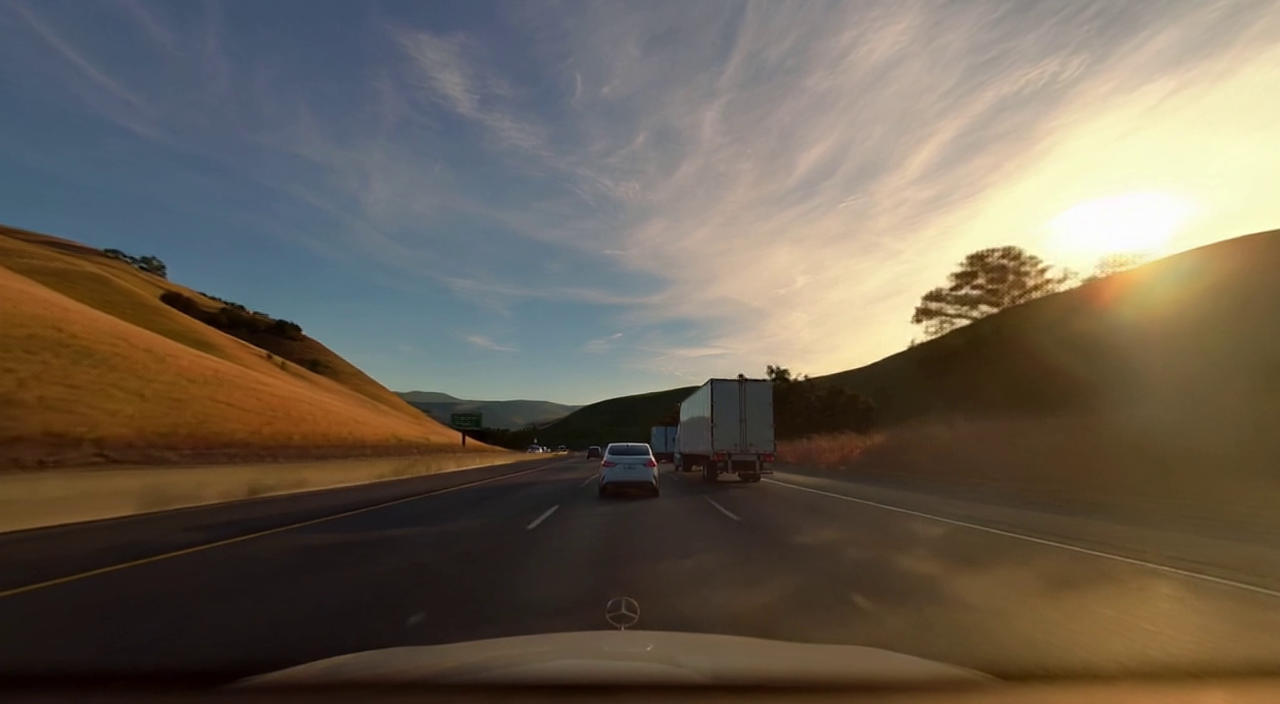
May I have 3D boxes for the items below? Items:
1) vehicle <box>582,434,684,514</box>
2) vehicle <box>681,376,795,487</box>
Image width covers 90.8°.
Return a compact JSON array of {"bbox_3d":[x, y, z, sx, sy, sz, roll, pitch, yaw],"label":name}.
[{"bbox_3d":[-0.170,2.832,15.067,2.109,1.639,3.768,0,-9,-1],"label":"vehicle"},{"bbox_3d":[4.033,3.937,30.063,2.812,4.024,14.098,0,-9,-1],"label":"vehicle"}]
